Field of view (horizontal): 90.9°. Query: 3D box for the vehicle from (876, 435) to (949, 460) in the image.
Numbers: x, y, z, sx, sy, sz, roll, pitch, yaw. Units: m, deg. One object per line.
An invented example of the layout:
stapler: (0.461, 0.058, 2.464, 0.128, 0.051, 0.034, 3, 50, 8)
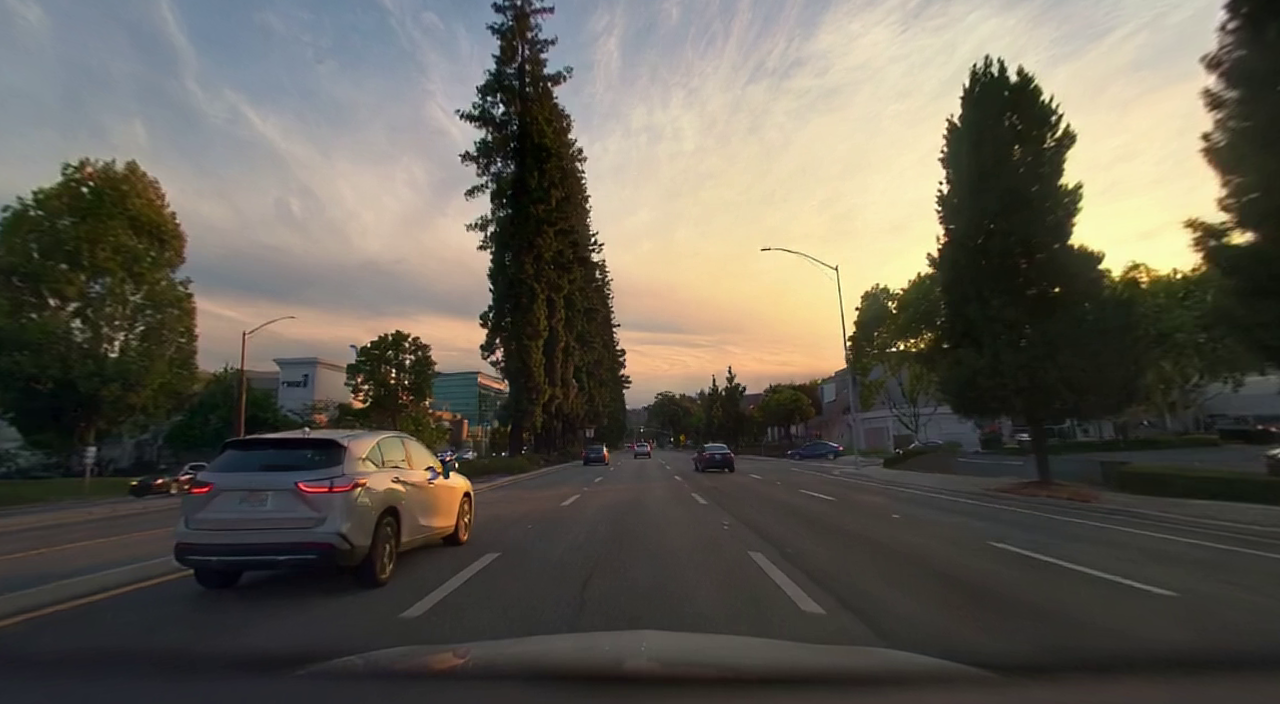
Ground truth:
vehicle: (21.206, 7.464, 49.249, 4.691, 1.626, 1.989, -3, -9, 4)

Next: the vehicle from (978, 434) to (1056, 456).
vehicle: (29.320, 7.259, 49.075, 4.759, 1.666, 1.941, 0, -8, 0)

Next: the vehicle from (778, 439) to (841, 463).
vehicle: (13.247, 7.779, 49.460, 4.515, 1.599, 1.968, -4, -9, 10)

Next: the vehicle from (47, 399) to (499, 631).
vehicle: (-3.168, 1.507, 6.887, 2.121, 1.656, 4.559, 0, -8, 1)

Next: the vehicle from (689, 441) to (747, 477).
vehicle: (3.505, 4.900, 29.211, 2.087, 1.506, 4.276, 0, -8, 0)
